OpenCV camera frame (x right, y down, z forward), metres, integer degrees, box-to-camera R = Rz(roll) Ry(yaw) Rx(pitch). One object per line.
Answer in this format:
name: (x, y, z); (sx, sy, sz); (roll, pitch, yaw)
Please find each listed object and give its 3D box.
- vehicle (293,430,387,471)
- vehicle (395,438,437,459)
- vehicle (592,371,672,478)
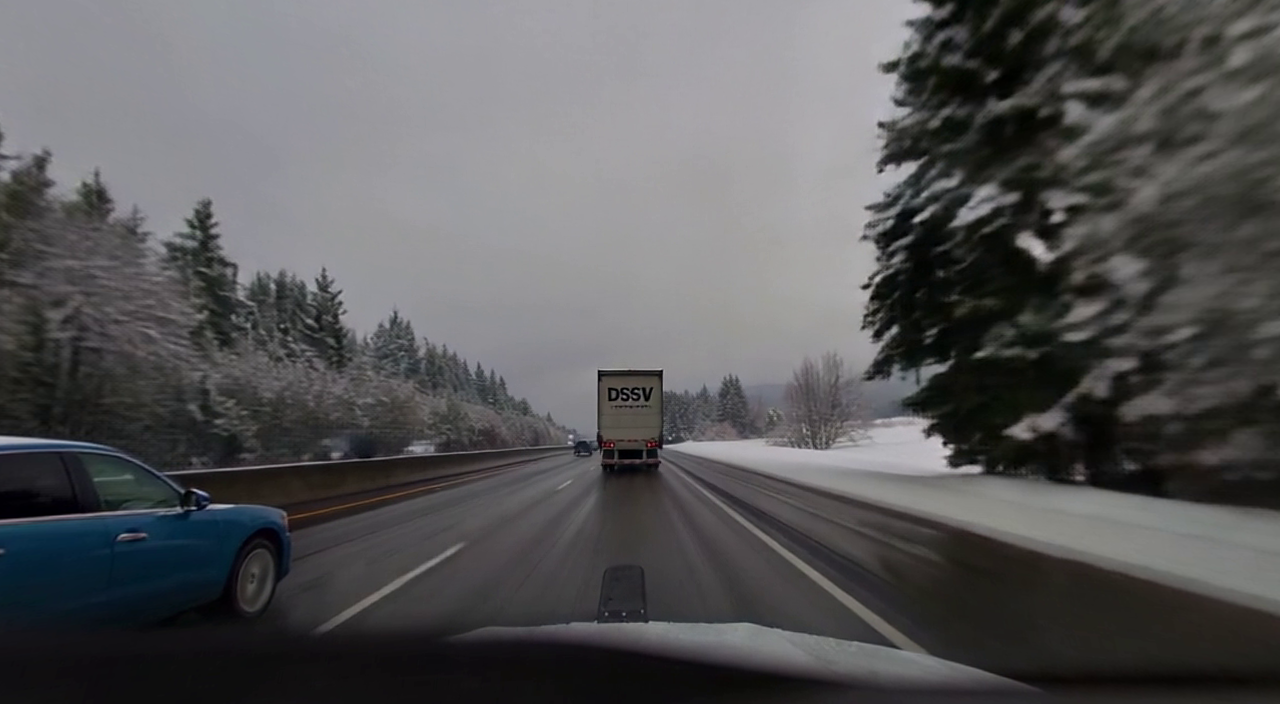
vehicle: (-12.610, 4.169, 26.829); (1.891, 1.563, 4.247); (0, -8, 0)
vehicle: (-17.236, 7.442, 48.703); (1.748, 1.494, 3.990); (0, -8, 0)
vehicle: (-0.394, 3.419, 28.599); (2.969, 3.957, 10.270); (0, -8, -1)
